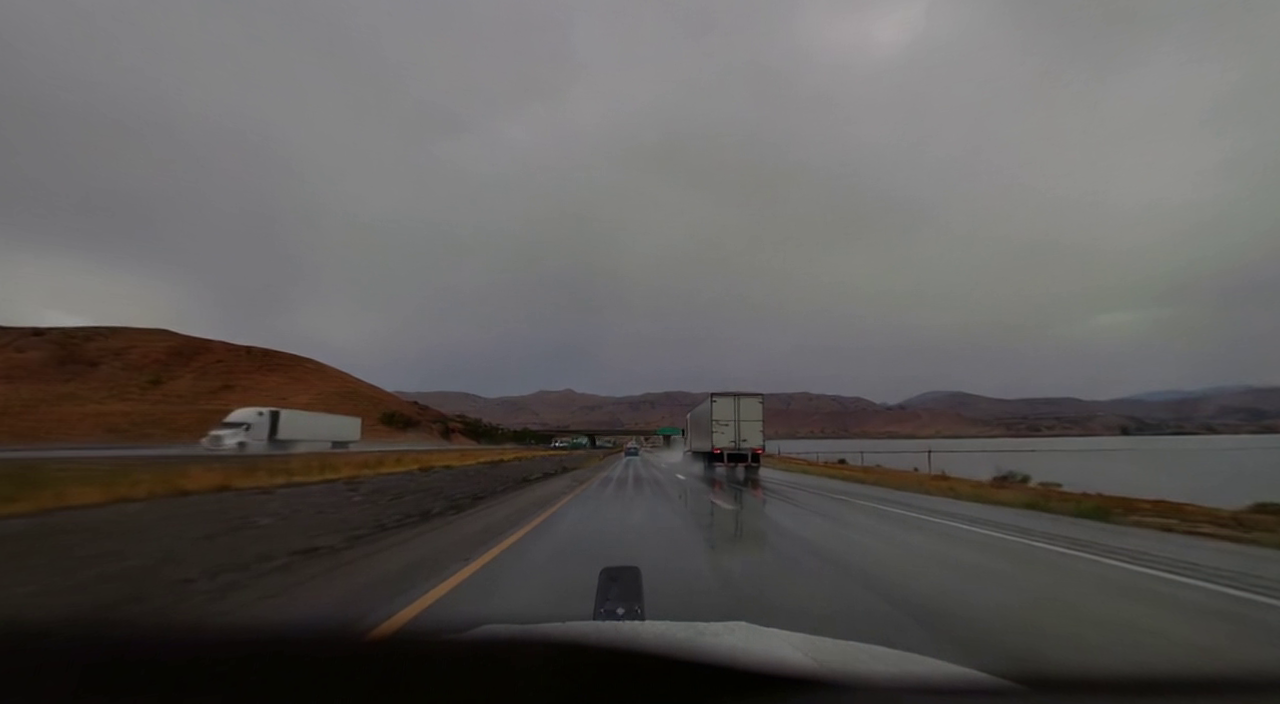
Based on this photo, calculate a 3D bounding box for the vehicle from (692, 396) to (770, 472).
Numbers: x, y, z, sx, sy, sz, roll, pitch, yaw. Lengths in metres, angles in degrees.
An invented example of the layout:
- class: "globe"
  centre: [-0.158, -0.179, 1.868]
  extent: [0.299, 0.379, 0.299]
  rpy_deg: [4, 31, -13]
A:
- class: "vehicle"
  centre: [5.386, 5.388, 40.224]
  extent: [3.035, 4.005, 13.454]
  rpy_deg: [0, -9, 0]
